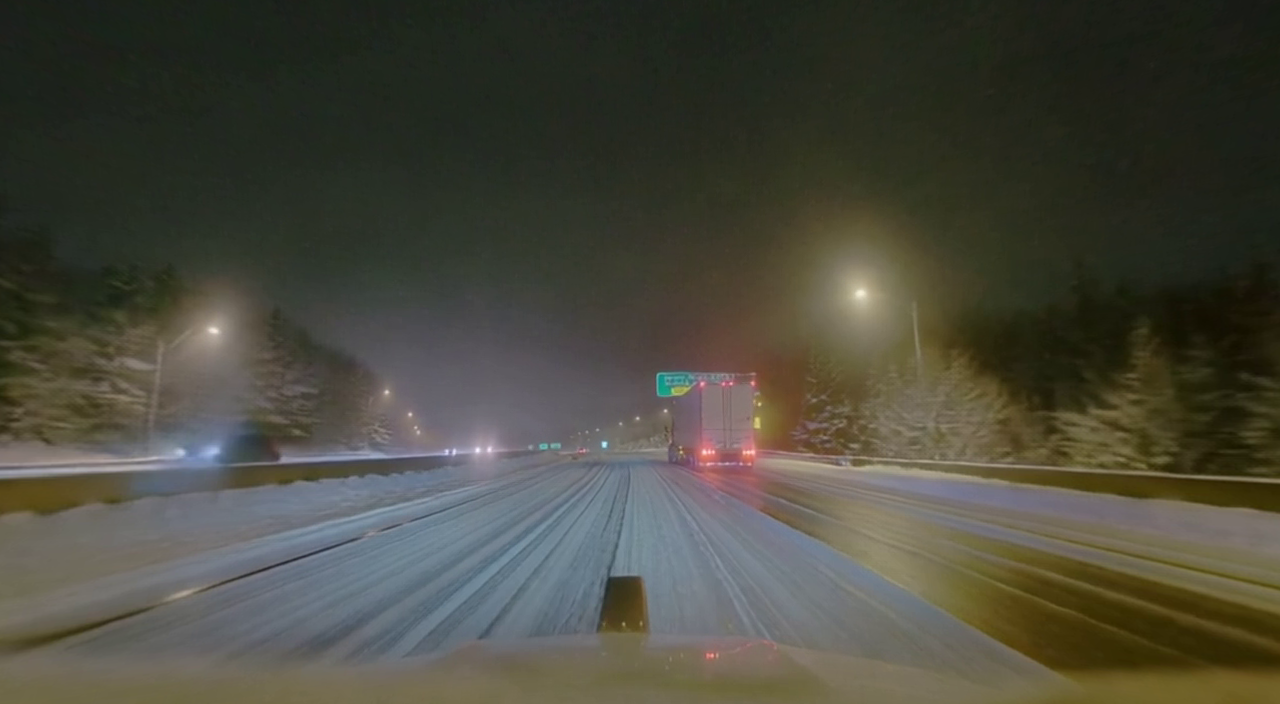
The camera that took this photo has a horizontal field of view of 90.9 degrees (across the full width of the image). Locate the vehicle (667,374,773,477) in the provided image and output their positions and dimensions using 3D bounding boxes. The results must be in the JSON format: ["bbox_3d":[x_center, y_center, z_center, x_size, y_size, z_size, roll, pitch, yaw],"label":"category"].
[{"bbox_3d":[3.668,4.298,34.995,2.932,4.205,18.253,0,-8,-2],"label":"vehicle"}]
